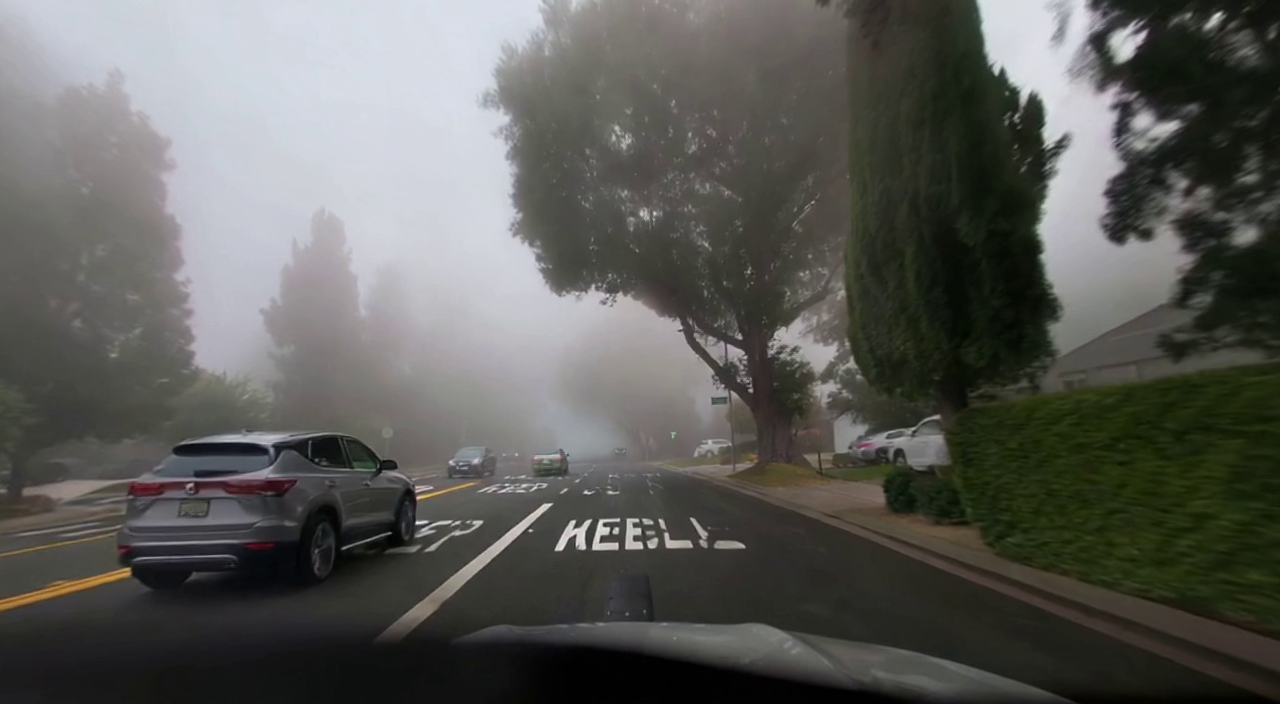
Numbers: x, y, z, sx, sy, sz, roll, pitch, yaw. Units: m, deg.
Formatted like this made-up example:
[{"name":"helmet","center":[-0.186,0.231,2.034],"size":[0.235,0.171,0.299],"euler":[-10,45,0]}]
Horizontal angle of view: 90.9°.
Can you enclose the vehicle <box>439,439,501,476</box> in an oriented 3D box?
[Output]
[{"name":"vehicle","center":[-8.419,5.254,31.624],"size":[2.036,1.710,4.323],"euler":[0,-8,-2]}]

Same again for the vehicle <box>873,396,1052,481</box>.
[{"name":"vehicle","center":[8.348,2.350,16.983],"size":[1.934,1.741,4.793],"euler":[-6,-8,-4]}]

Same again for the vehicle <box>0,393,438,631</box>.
[{"name":"vehicle","center":[-4.082,1.521,6.989],"size":[2.190,1.766,4.394],"euler":[0,-8,0]}]

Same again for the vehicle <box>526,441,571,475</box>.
[{"name":"vehicle","center":[-4.462,5.179,31.038],"size":[1.802,1.528,3.490],"euler":[0,-8,-2]}]
